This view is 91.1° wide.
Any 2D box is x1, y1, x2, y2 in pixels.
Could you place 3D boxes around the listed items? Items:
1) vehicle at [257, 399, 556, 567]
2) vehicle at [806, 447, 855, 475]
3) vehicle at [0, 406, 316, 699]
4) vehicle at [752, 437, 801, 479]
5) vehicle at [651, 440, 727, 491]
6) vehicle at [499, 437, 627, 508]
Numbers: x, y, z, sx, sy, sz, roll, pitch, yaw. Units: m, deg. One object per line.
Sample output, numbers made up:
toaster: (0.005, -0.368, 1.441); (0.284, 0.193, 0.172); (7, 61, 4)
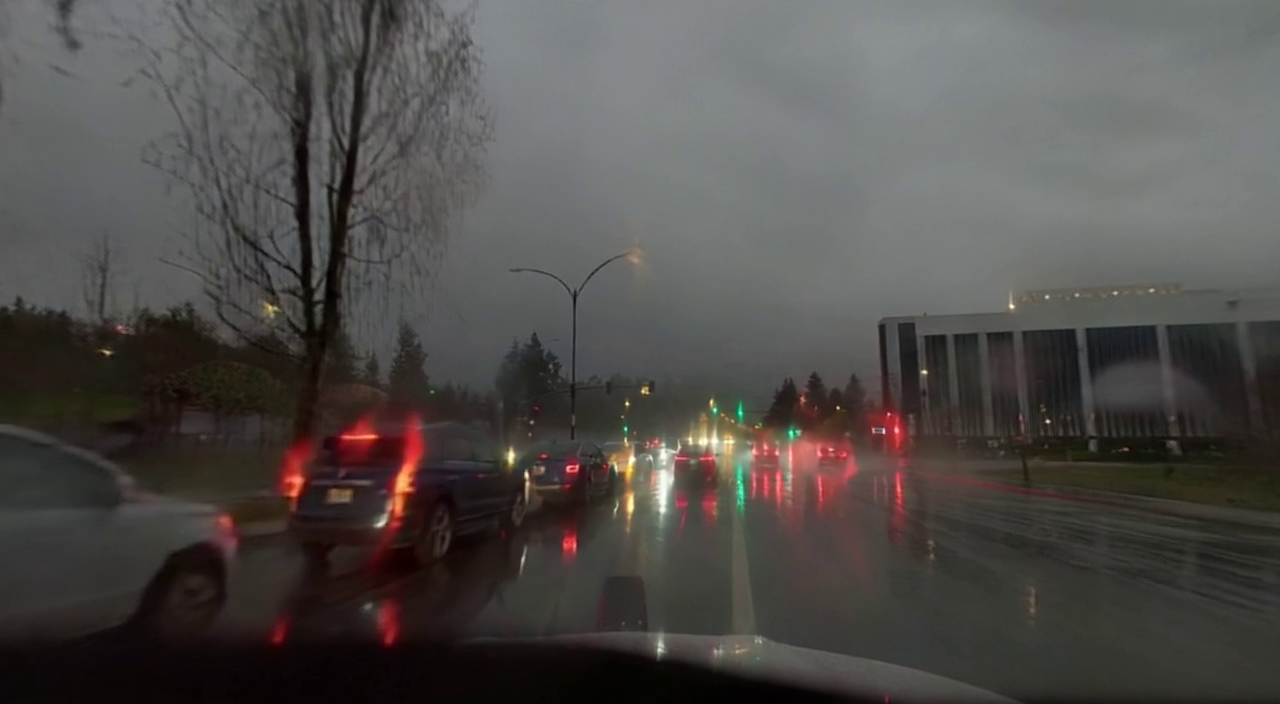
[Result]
vehicle: (-3.025, 1.845, 9.475); (2.142, 1.834, 4.588); (-4, -9, 10)
vehicle: (11.263, 6.465, 37.452); (2.120, 1.497, 4.323); (-1, -8, 8)
vehicle: (-4.273, 1.061, 3.406); (1.868, 1.514, 4.870); (-1, -8, 9)
vehicle: (6.539, 5.093, 30.510); (2.102, 1.815, 4.716); (-1, -8, 10)
vehicle: (1.830, 3.851, 21.807); (2.205, 1.537, 4.895); (-1, -8, 9)
vehicle: (-1.823, 3.060, 16.413); (2.068, 1.525, 4.452); (-4, -9, 10)
